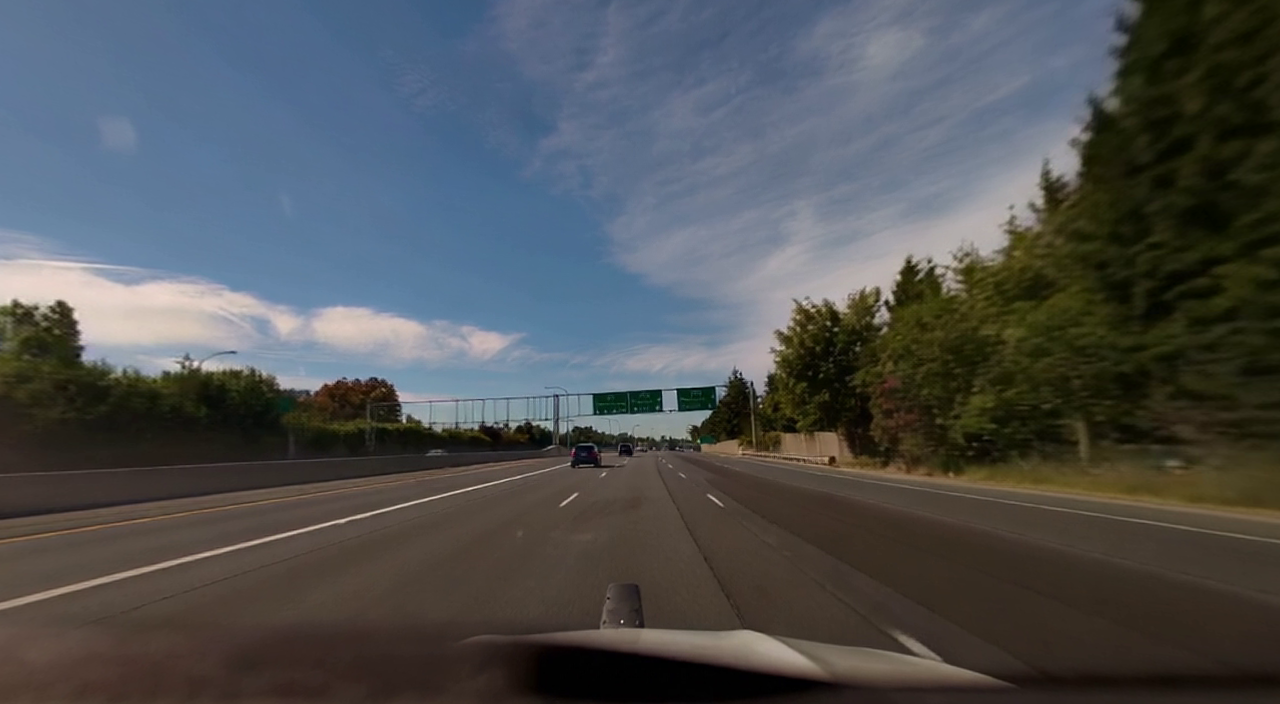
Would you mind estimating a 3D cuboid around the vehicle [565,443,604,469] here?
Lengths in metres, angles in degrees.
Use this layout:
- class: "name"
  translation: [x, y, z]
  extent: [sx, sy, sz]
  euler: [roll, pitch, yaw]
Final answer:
- class: "vehicle"
  translation: [-3.360, 6.387, 38.931]
  extent: [1.979, 1.521, 4.147]
  euler: [0, -9, 1]
